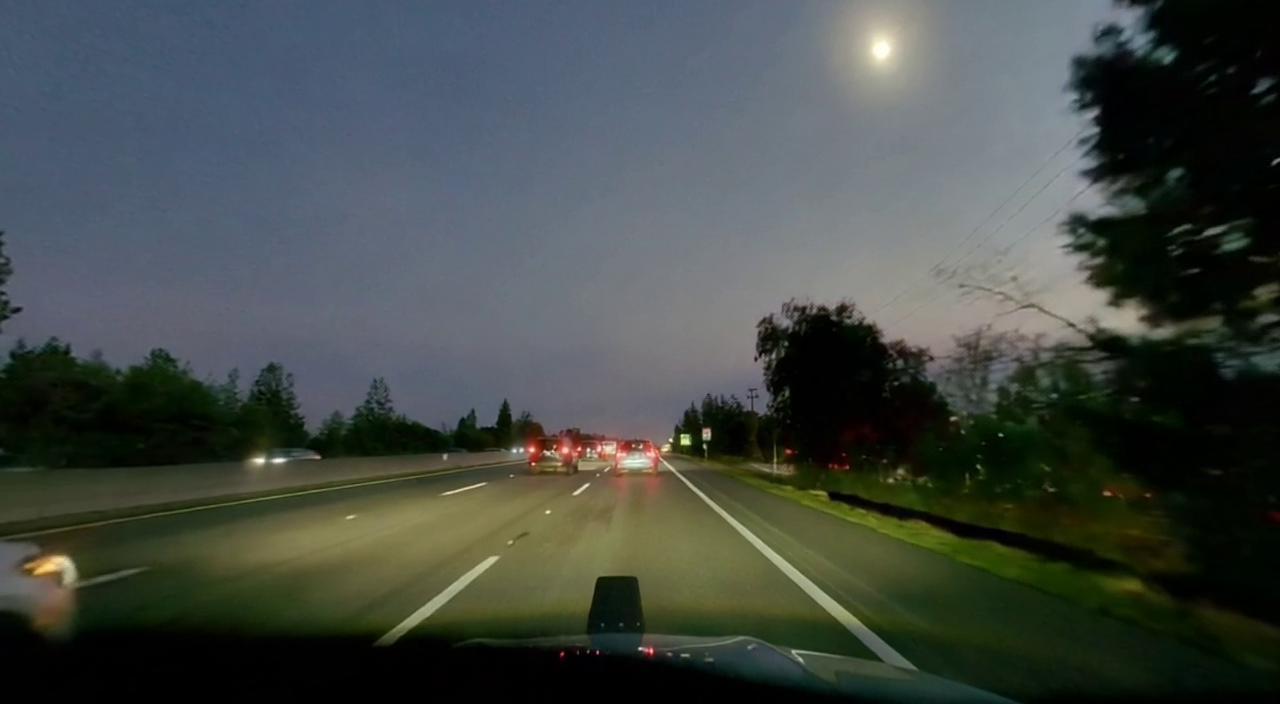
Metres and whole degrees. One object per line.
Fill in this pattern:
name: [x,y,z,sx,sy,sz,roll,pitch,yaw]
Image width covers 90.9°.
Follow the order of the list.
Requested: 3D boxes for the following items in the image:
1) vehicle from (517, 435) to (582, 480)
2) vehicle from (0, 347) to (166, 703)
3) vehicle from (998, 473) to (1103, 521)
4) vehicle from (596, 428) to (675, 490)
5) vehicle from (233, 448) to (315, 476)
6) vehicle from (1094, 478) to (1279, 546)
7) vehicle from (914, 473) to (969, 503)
vehicle: [-3.793,4.501,27.271,2.104,1.754,4.515,0,-8,1]
vehicle: [-3.414,0.608,0.855,2.117,1.665,4.365,0,-8,0]
vehicle: [18.548,6.535,28.787,1.965,1.761,4.363,0,-8,3]
vehicle: [-0.149,3.487,20.854,2.319,1.813,4.274,0,-8,0]
vehicle: [-20.755,6.214,36.041,1.886,1.465,4.632,0,-8,1]
vehicle: [17.841,5.104,20.608,2.393,1.795,4.877,-3,-11,2]
vehicle: [19.897,8.976,41.809,1.832,1.624,4.158,-1,-8,4]
